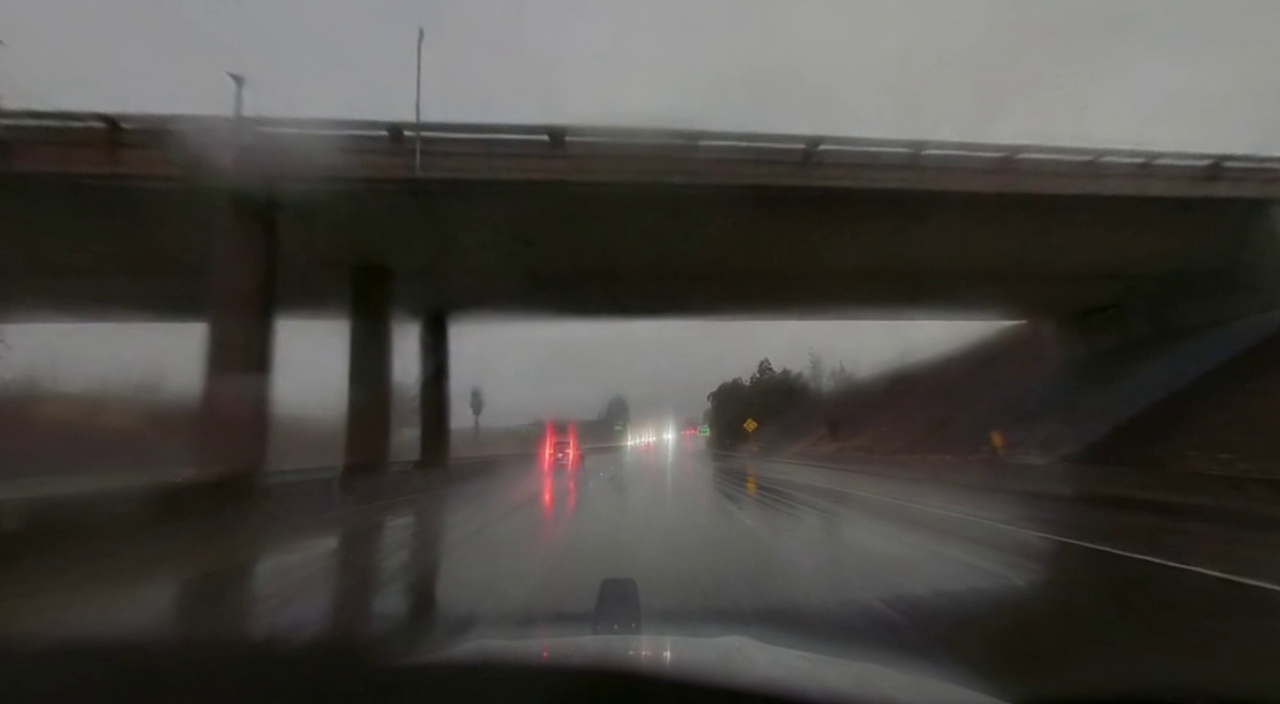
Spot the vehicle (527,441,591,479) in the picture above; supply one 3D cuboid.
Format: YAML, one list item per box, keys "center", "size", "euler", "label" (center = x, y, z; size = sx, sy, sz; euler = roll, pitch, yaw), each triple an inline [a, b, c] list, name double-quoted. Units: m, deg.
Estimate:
- center: [-3.560, 4.826, 28.599]
  size: [2.276, 1.551, 4.484]
  euler: [-1, -8, 1]
  label: "vehicle"
